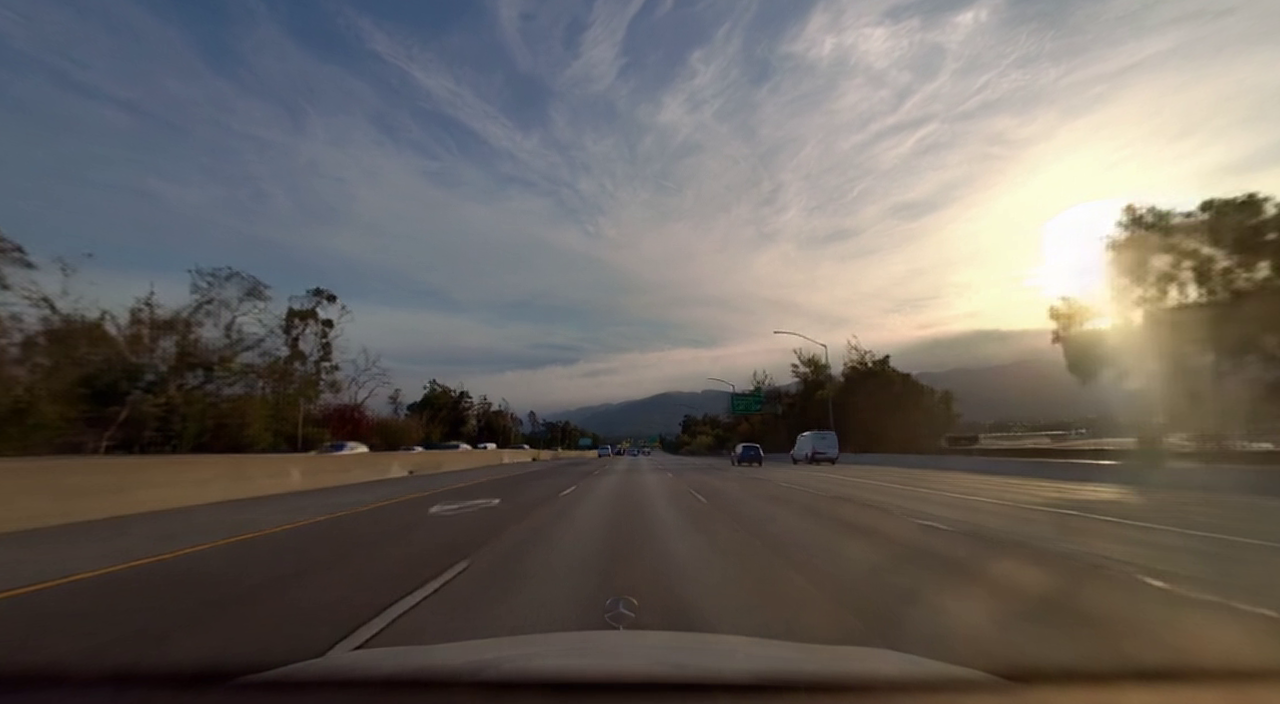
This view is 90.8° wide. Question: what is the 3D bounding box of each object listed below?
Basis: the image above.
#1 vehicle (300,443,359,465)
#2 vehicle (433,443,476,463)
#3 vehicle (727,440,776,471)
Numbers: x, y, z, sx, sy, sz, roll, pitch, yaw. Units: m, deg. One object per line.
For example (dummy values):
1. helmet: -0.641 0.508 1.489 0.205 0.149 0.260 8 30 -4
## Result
1. vehicle: -21.776 7.182 44.483 1.876 1.465 4.509 0 -9 0
2. vehicle: -14.508 7.897 49.588 1.983 1.483 4.554 0 -9 0
3. vehicle: 6.566 6.140 37.549 2.081 1.705 3.926 0 -9 -1
